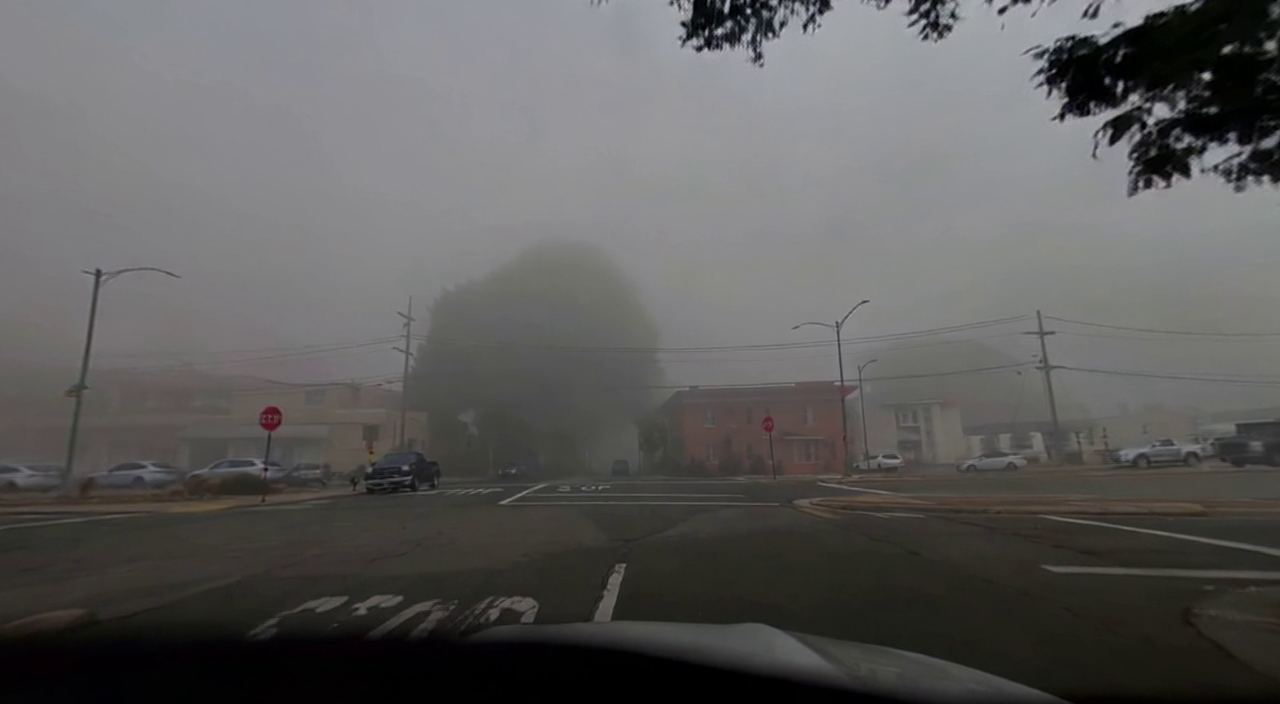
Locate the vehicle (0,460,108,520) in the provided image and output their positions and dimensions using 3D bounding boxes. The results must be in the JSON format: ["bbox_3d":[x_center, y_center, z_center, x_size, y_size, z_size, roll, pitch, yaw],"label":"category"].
[{"bbox_3d":[-16.974,3.612,16.712,4.233,1.432,1.755,-1,-9,4],"label":"vehicle"}]

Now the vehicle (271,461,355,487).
[{"bbox_3d":[-21.053,7.864,40.710,4.277,1.527,1.987,0,-9,-4],"label":"vehicle"}]

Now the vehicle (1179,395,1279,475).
[{"bbox_3d":[32.579,4.024,30.577,10.986,3.604,2.707,1,-9,-7],"label":"vehicle"}]

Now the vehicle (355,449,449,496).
[{"bbox_3d":[-9.199,4.658,24.882,2.156,1.620,4.945,0,-9,-5],"label":"vehicle"}]

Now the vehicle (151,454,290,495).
[{"bbox_3d":[-18.363,5.315,27.832,2.010,1.583,4.582,-6,-11,33],"label":"vehicle"}]

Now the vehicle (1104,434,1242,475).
[{"bbox_3d":[28.253,5.416,33.530,5.277,2.032,2.408,1,-7,-5],"label":"vehicle"}]

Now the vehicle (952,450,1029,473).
[{"bbox_3d":[24.534,7.642,44.178,4.323,1.507,1.896,1,-9,-5],"label":"vehicle"}]

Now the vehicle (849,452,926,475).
[{"bbox_3d":[17.085,7.676,43.603,4.528,1.458,1.939,1,-7,-6],"label":"vehicle"}]
